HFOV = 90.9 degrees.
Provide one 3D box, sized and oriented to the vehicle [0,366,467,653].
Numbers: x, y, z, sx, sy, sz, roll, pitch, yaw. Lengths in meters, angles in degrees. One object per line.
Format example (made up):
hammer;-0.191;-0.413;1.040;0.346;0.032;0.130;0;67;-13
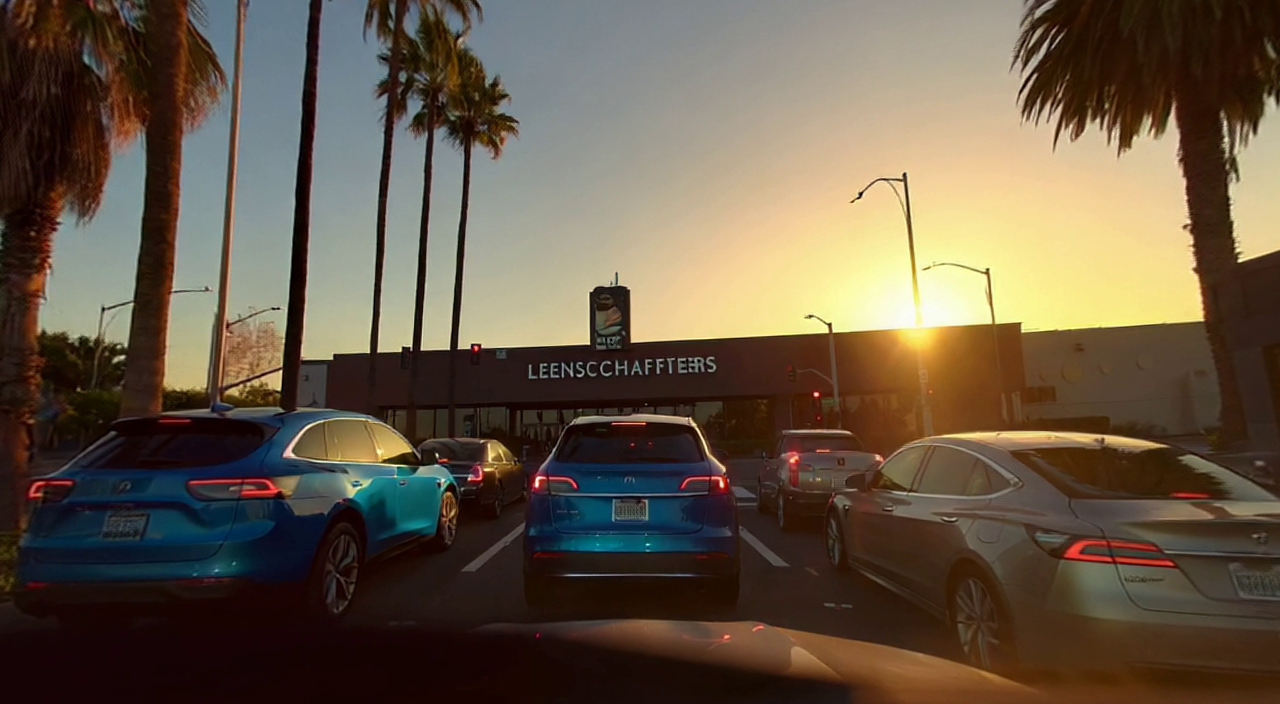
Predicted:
vehicle;-3.355;1.283;6.129;2.014;1.755;4.360;0;-8;1

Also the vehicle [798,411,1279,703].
vehicle;2.960;1.369;5.263;2.017;1.491;4.611;0;-8;-1

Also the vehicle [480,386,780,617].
vehicle;-0.134;1.458;7.065;2.280;1.747;4.361;0;-8;-2
